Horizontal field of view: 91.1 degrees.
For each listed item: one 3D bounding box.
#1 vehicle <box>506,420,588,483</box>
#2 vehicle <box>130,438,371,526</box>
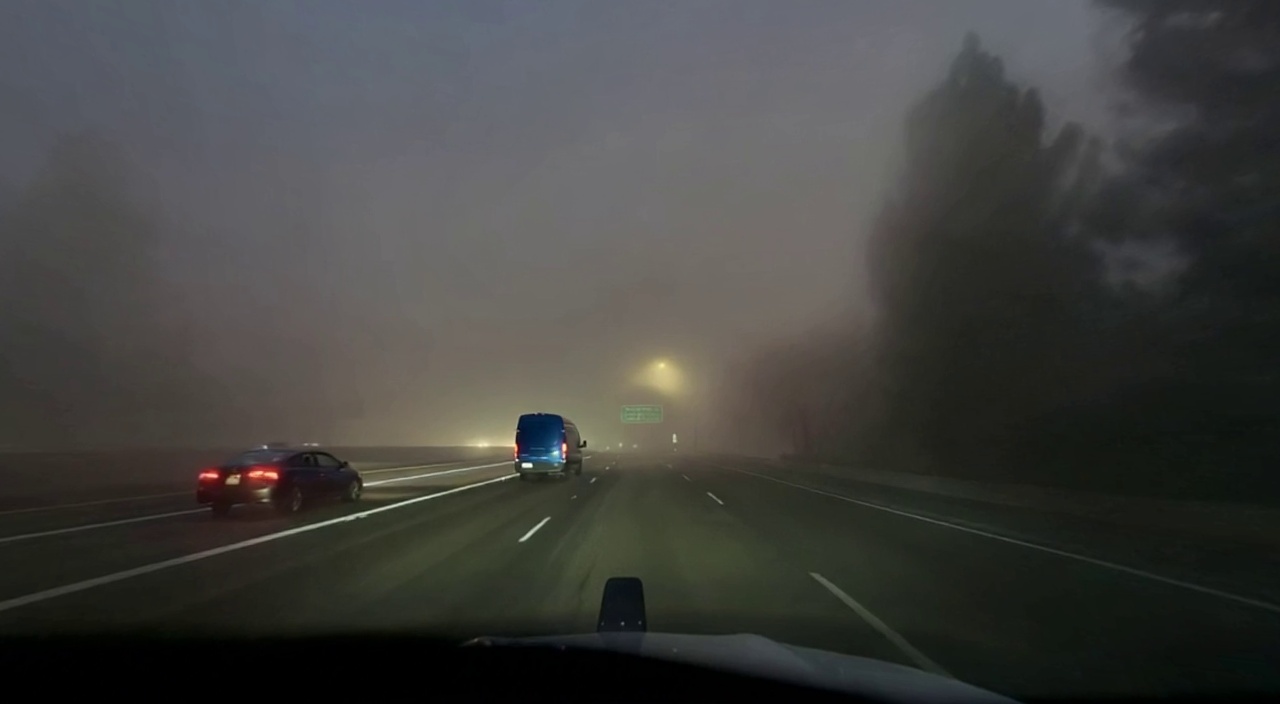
[{"bbox_3d":[-3.569,3.964,25.259,2.372,2.248,5.393,0,-9,1],"label":"vehicle"},{"bbox_3d":[-7.778,2.611,13.284,1.987,1.490,4.781,0,-9,1],"label":"vehicle"}]
